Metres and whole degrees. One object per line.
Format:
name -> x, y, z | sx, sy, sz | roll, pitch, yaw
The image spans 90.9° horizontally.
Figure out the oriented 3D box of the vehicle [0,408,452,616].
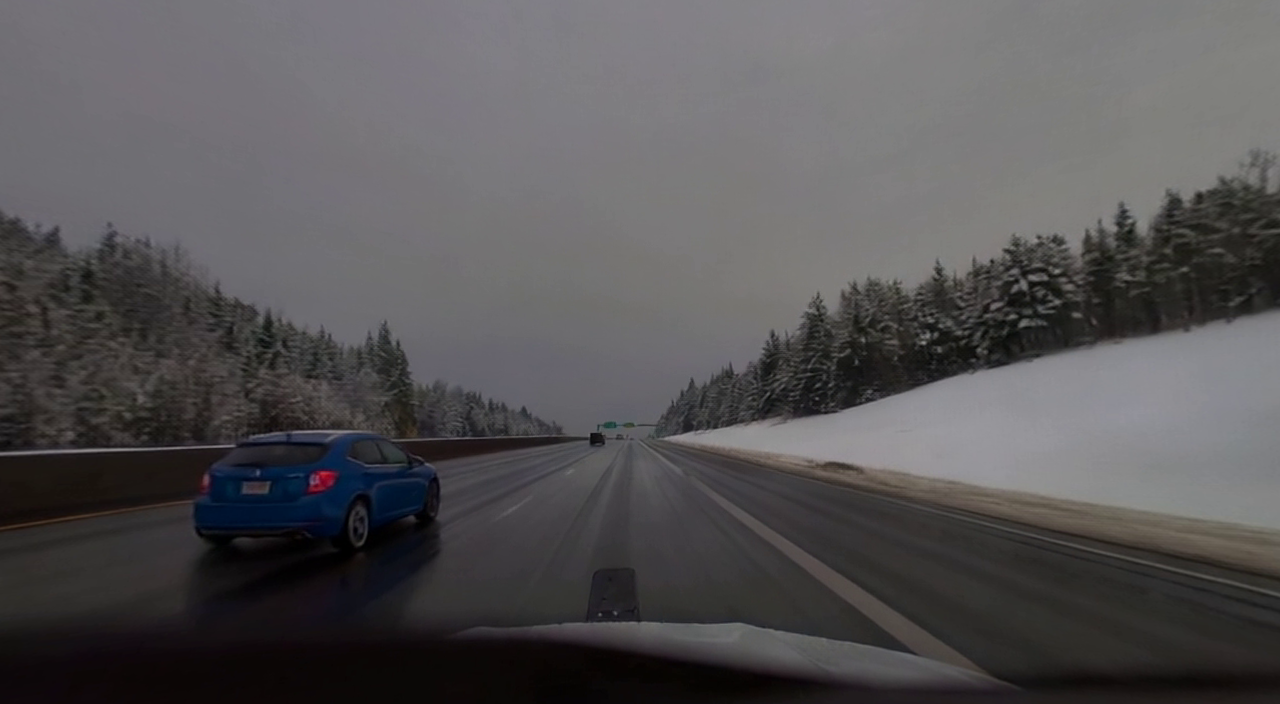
vehicle -> -3.715, 1.471, 6.849 | 2.026, 1.517, 4.325 | 0, -8, 0
